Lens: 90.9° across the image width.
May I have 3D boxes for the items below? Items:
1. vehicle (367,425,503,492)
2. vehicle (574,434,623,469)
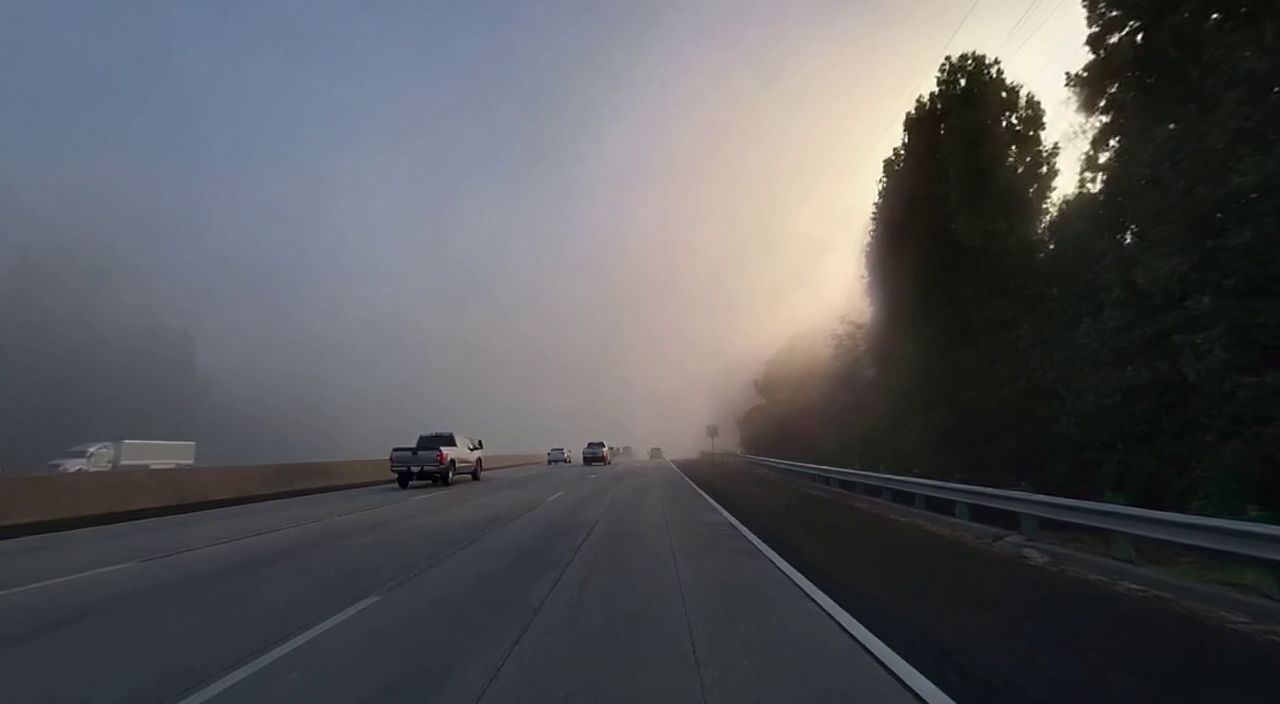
[{"bbox_3d":[-6.817,3.655,22.090,2.460,1.992,6.474,0,-8,1],"label":"vehicle"},{"bbox_3d":[-2.502,6.225,39.563,2.448,2.025,5.193,-1,-8,3],"label":"vehicle"}]
